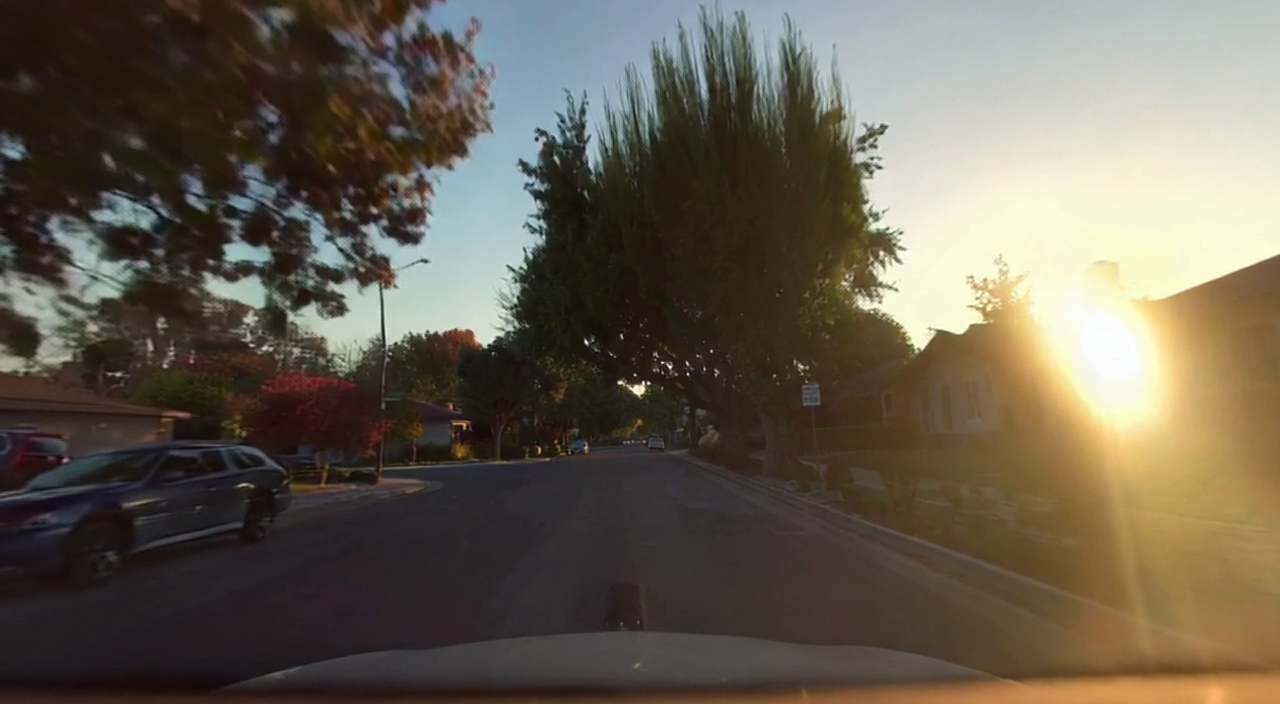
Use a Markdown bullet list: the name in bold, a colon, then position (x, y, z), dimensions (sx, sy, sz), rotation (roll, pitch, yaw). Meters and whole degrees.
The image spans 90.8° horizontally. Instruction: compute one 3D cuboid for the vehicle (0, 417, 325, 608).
- **vehicle**: position (-6.519, 1.860, 8.440), dimensions (2.078, 1.745, 5.119), rotation (0, -8, -2)
